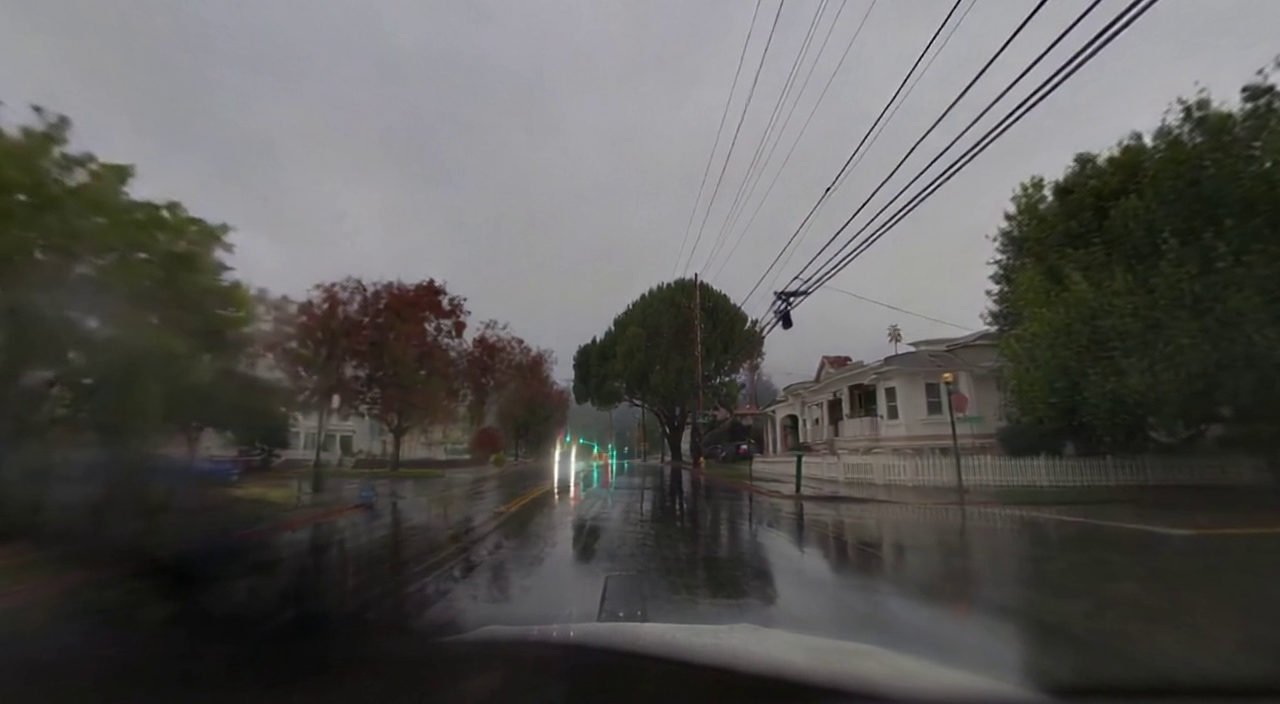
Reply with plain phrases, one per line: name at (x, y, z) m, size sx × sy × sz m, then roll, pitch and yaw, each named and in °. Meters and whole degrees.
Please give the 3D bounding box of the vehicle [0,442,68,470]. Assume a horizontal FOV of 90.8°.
vehicle at (-40.508, 6.852, 41.668) m, size 1.842 × 1.616 × 4.207 m, roll -3°, pitch -8°, yaw -3°

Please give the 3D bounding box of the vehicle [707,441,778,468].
vehicle at (7.007, 7.072, 43.525) m, size 4.412 × 1.565 × 1.957 m, roll -3°, pitch -8°, yaw -1°

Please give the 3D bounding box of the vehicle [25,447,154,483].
vehicle at (-26.059, 5.348, 30.015) m, size 4.338 × 1.496 × 1.857 m, roll -1°, pitch -6°, yaw -2°

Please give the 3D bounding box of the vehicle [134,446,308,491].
vehicle at (-14.795, 4.114, 22.514) m, size 4.751 × 1.459 × 1.996 m, roll -1°, pitch -8°, yaw -1°
